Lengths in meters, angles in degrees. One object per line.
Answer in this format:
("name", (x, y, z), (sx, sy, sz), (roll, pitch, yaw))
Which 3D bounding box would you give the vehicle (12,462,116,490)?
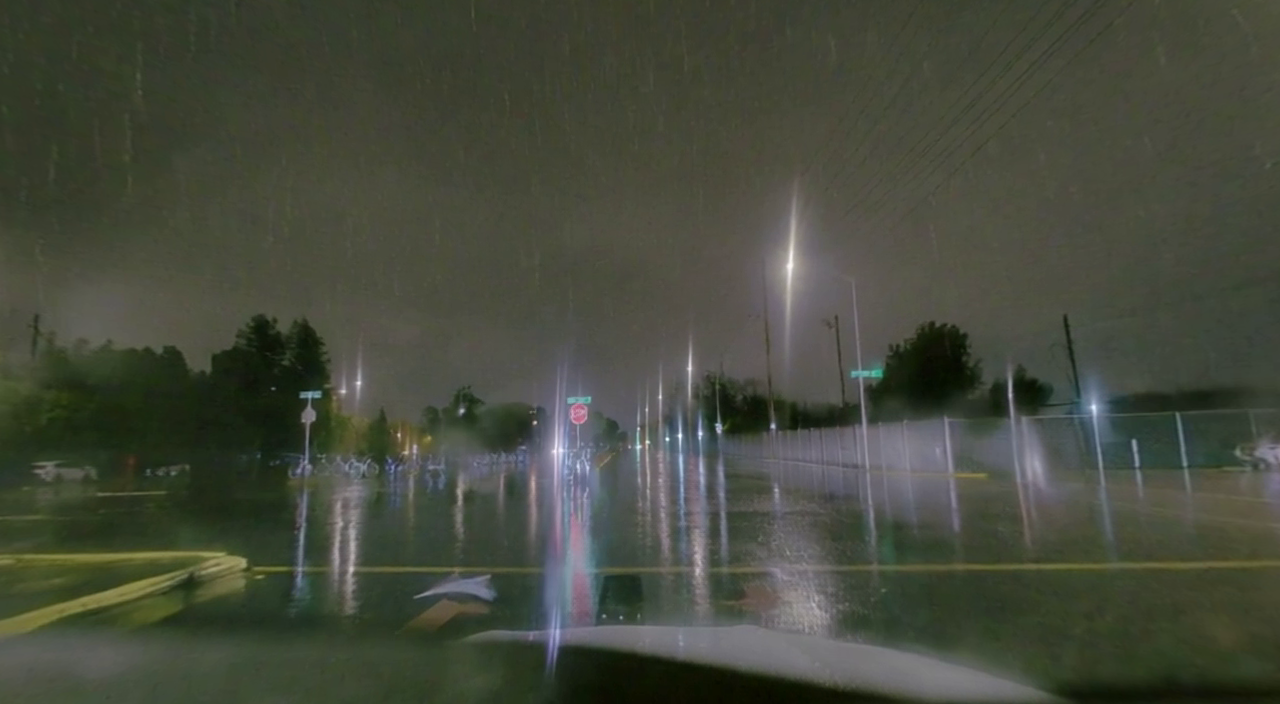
("vehicle", (-34.103, 7.343, 37.468), (4.210, 1.528, 1.932), (0, -9, 0))

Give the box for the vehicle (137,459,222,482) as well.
("vehicle", (-33.654, 8.641, 46.271), (4.569, 1.558, 1.903), (1, -9, -5))
